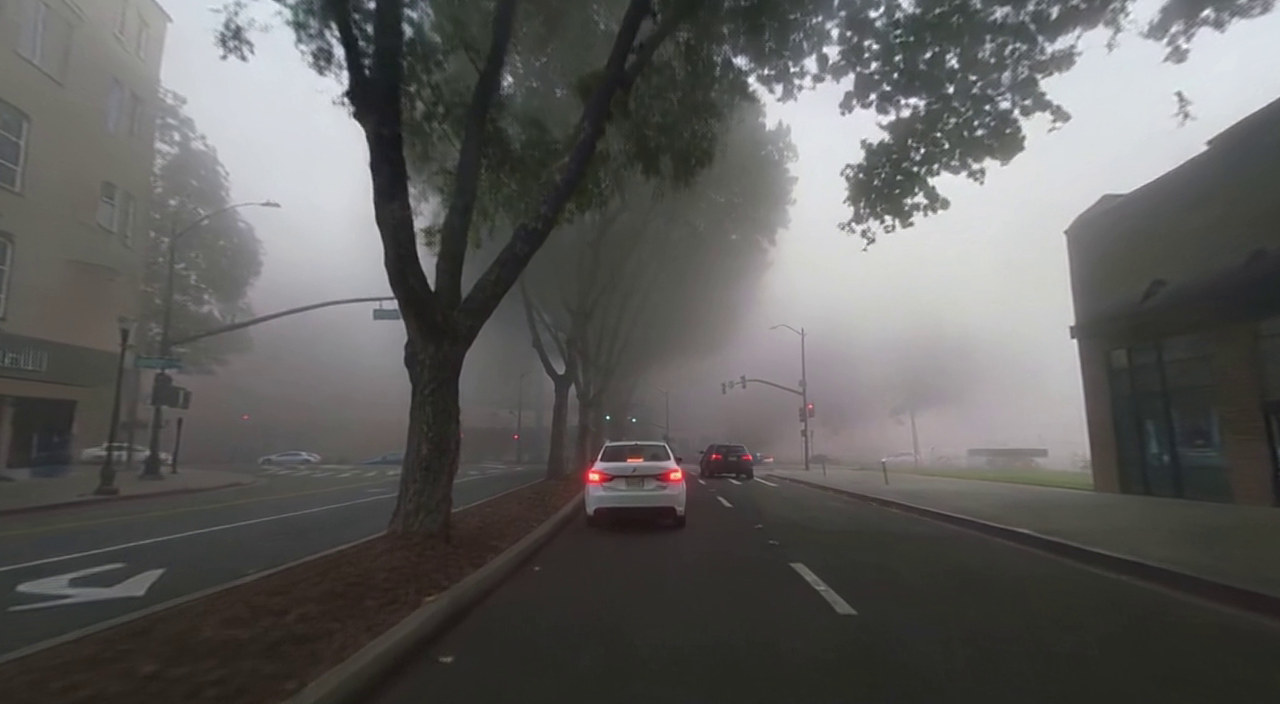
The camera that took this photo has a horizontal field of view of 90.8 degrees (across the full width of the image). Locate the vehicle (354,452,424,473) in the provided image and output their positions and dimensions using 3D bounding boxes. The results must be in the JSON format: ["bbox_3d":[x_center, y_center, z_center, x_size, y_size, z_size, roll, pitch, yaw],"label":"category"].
[{"bbox_3d":[-18.689,8.216,47.211,4.548,1.449,1.802,2,-9,-12],"label":"vehicle"}]

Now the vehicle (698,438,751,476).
[{"bbox_3d":[4.362,5.523,33.467,2.092,1.851,4.913,0,-9,0],"label":"vehicle"}]

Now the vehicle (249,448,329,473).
[{"bbox_3d":[-25.305,7.814,45.736,4.575,1.718,2.008,2,-9,-11],"label":"vehicle"}]

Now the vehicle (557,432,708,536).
[{"bbox_3d":[-0.072,2.230,11.310,2.173,1.479,4.264,0,-9,1],"label":"vehicle"}]

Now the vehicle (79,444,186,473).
[{"bbox_3d":[-32.439,6.806,40.537,4.877,1.754,1.978,2,-9,-11],"label":"vehicle"}]
